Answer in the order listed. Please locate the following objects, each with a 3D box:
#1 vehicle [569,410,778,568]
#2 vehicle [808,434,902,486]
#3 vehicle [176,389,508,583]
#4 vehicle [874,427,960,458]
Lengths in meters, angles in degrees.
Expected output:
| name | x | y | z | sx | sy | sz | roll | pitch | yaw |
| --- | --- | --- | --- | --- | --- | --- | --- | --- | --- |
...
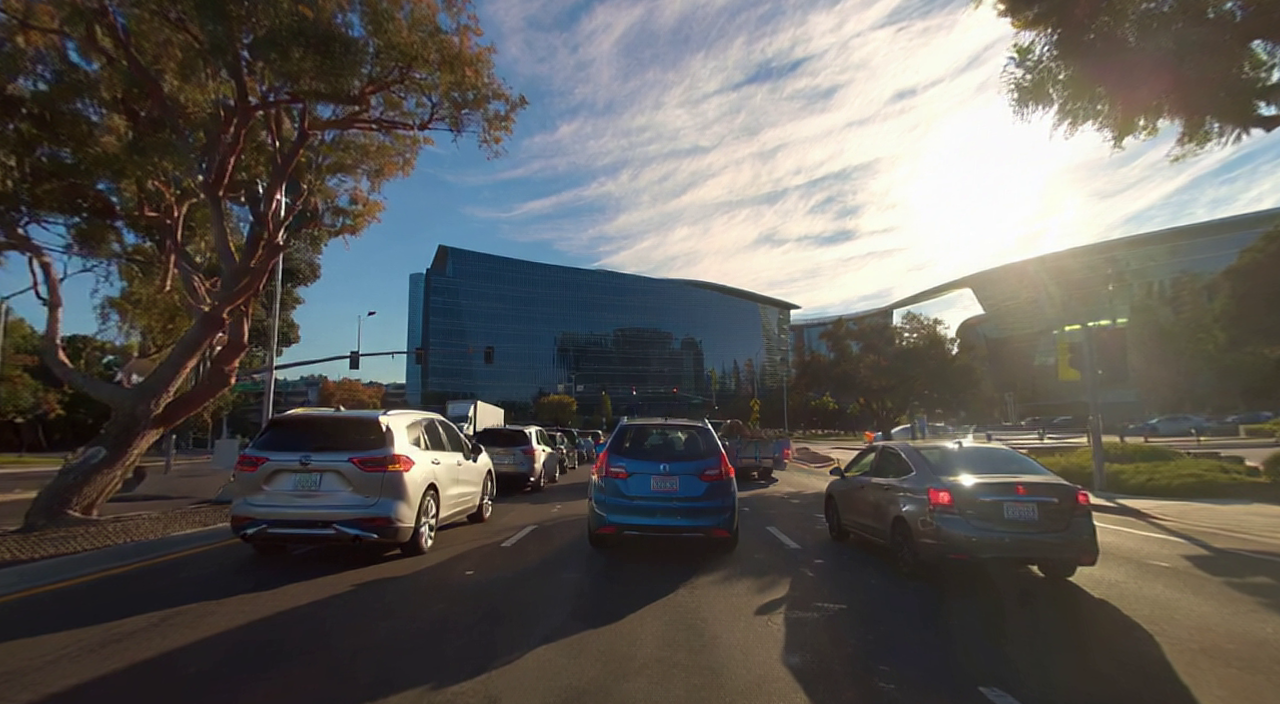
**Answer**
| name | x | y | z | sx | sy | sz | roll | pitch | yaw |
| --- | --- | --- | --- | --- | --- | --- | --- | --- | --- |
| vehicle | 0.373 | 1.749 | 8.768 | 2.189 | 1.649 | 4.171 | 0 | -8 | 1 |
| vehicle | 7.295 | 3.699 | 21.822 | 2.067 | 1.599 | 4.251 | -1 | -8 | 5 |
| vehicle | -3.258 | 1.578 | 8.158 | 2.085 | 1.812 | 4.388 | 0 | -8 | 1 |
| vehicle | 18.001 | 5.909 | 40.971 | 4.855 | 1.933 | 2.096 | -4 | -9 | 25 |
